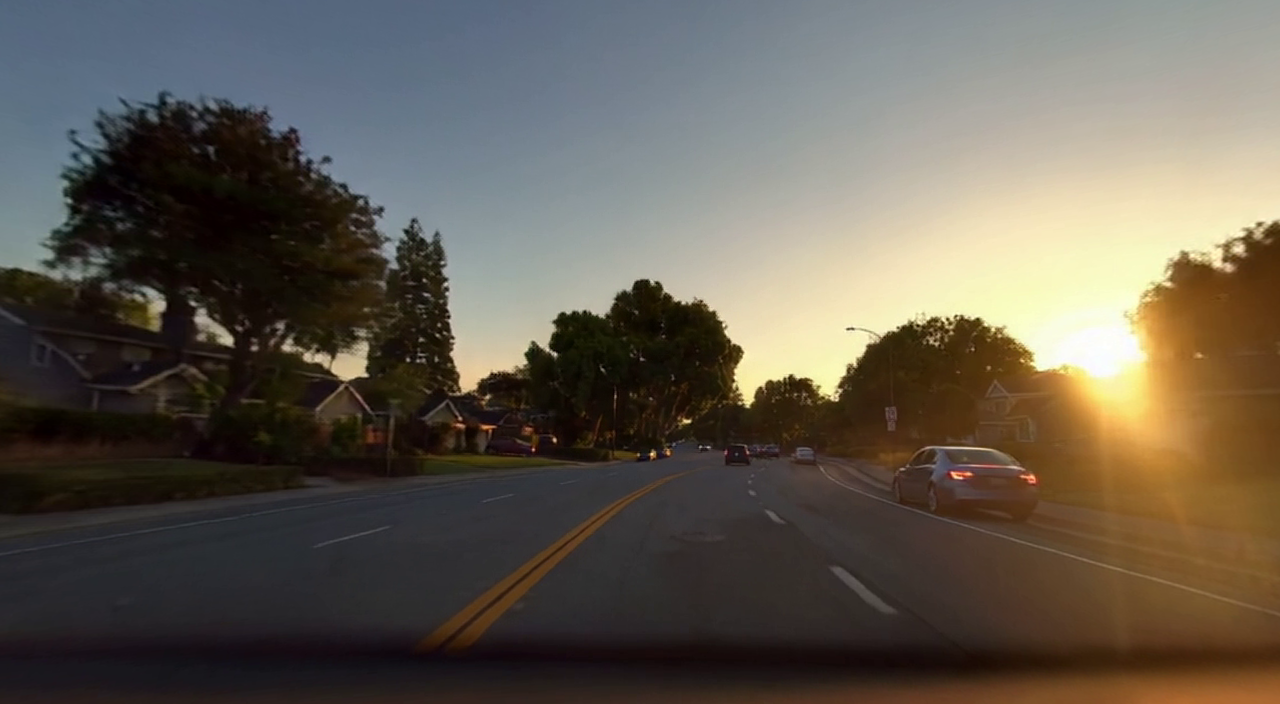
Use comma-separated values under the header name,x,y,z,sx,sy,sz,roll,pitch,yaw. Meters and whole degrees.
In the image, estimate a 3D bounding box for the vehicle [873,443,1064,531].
name,x,y,z,sx,sy,sz,roll,pitch,yaw
vehicle,6.496,2.660,13.135,1.934,1.506,4.282,-1,-8,5

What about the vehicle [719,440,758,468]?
name,x,y,z,sx,sy,sz,roll,pitch,yaw
vehicle,6.448,6.600,40.911,2.106,1.667,4.367,-2,-9,13

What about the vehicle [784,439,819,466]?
name,x,y,z,sx,sy,sz,roll,pitch,yaw
vehicle,12.188,7.626,47.806,2.059,1.924,4.257,-1,-8,9
